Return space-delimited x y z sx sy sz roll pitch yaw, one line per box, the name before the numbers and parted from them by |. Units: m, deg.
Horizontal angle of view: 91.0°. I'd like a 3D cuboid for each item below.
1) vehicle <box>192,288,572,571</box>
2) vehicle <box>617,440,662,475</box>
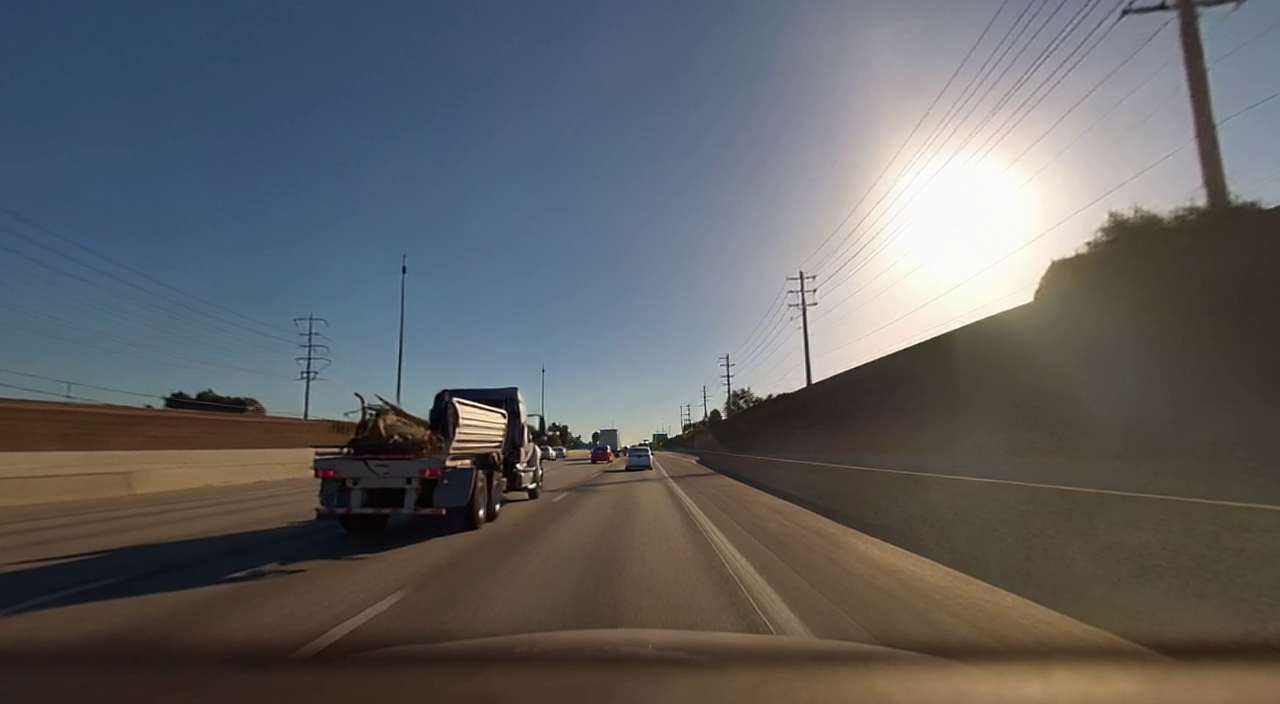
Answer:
vehicle | -3.429 1.533 11.818 3.023 3.246 9.102 -1 -9 2
vehicle | -0.015 5.350 32.143 2.178 1.640 4.071 0 -9 0
